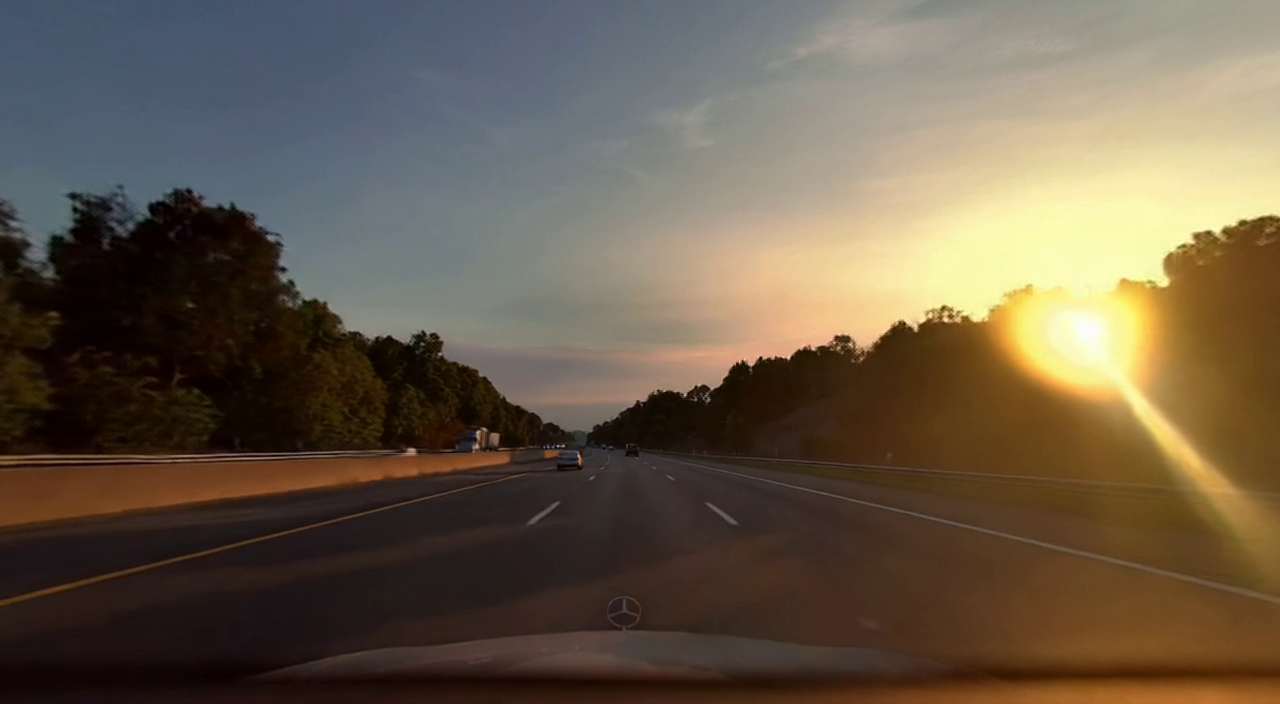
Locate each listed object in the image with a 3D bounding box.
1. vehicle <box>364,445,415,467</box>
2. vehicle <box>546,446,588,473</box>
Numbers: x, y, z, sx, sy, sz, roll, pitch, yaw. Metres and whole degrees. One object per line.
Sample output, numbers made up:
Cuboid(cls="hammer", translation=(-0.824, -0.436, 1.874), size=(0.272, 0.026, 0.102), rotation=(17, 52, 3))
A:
Cuboid(cls="vehicle", translation=(-17.704, 7.374, 44.763), size=(1.871, 1.500, 4.448), rotation=(0, -9, -1))
Cuboid(cls="vehicle", translation=(-4.373, 6.506, 38.418), size=(2.022, 1.513, 4.613), rotation=(0, -9, 0))
